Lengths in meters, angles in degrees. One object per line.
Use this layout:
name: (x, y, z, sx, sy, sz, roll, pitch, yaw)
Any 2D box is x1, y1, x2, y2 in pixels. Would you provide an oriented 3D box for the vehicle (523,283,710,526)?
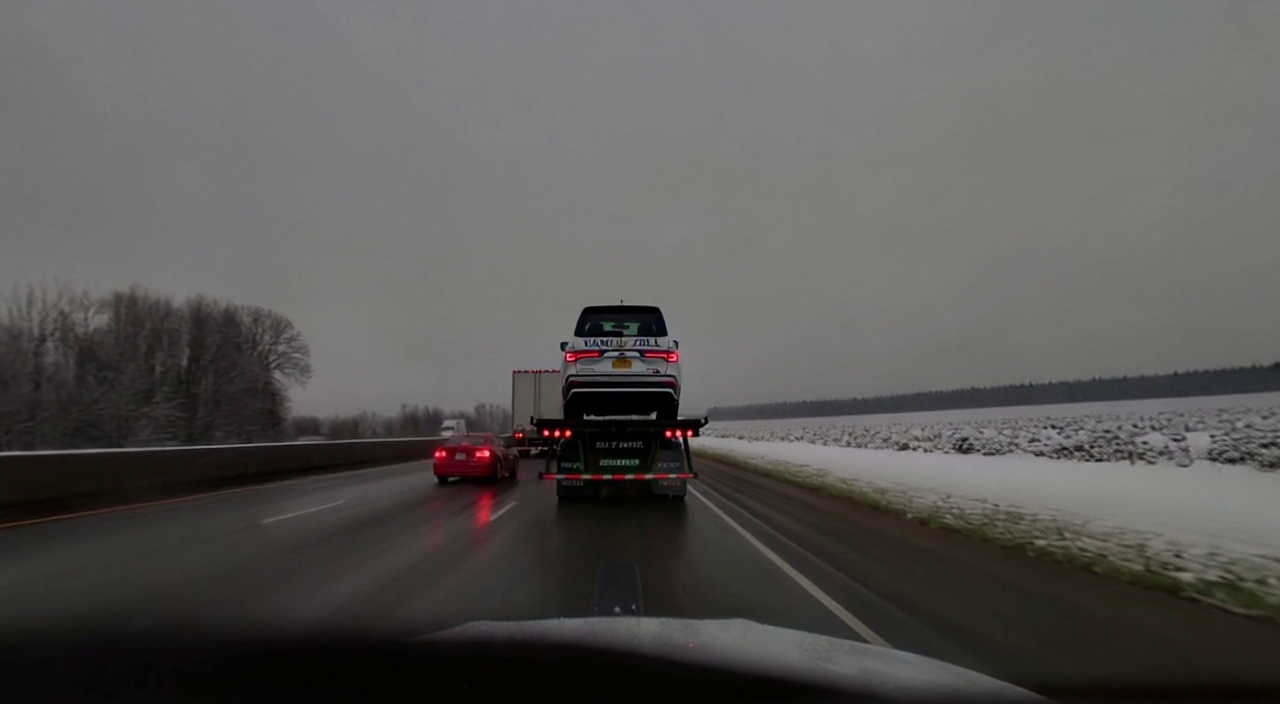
vehicle: (-0.453, 1.339, 14.001, 2.738, 3.628, 9.223, 0, -7, -1)

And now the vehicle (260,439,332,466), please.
vehicle: (-20.766, 6.071, 38.257, 1.860, 1.465, 4.608, 0, -7, -1)

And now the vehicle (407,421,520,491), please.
vehicle: (-4.697, 2.799, 17.467, 1.914, 1.675, 4.331, 0, -7, 0)

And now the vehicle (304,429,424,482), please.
vehicle: (-8.931, 3.361, 20.938, 1.897, 1.524, 4.790, 0, -7, -1)
